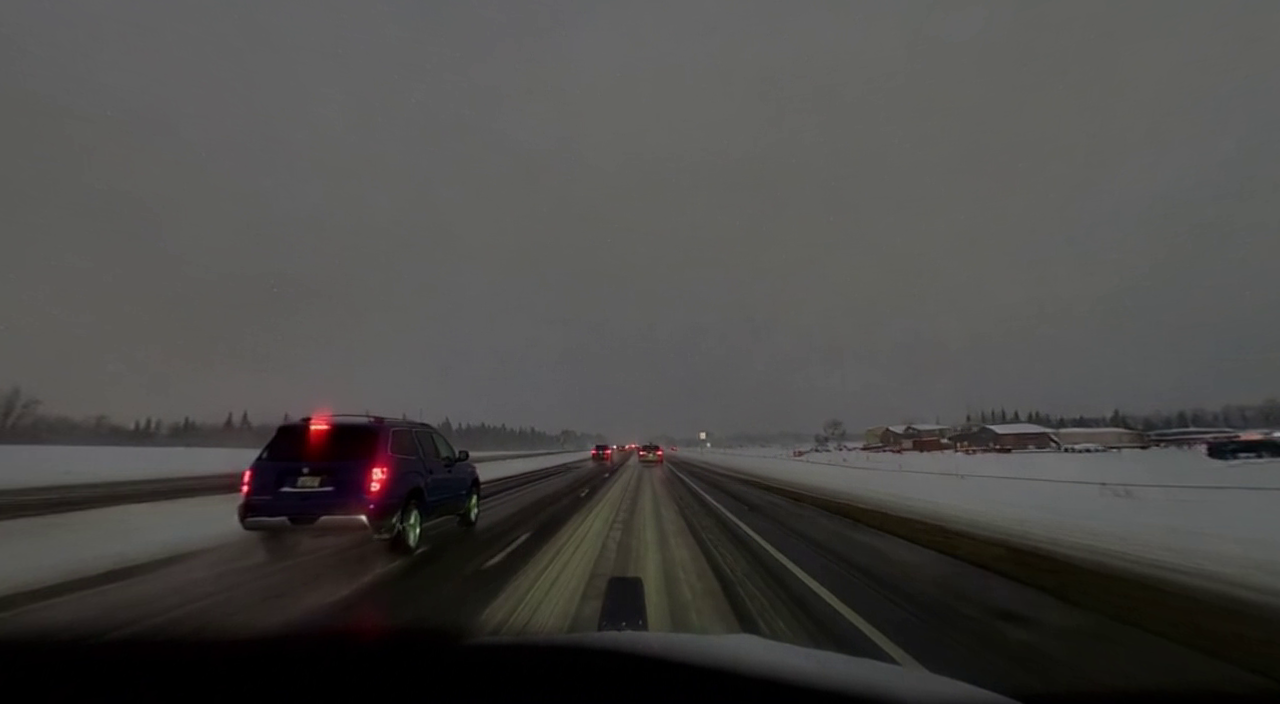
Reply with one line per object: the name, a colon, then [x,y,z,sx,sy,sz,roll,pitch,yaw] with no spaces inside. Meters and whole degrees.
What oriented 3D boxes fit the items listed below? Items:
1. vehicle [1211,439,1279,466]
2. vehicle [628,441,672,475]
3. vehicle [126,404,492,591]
vehicle: [49.196,7.876,49.704,6.054,1.882,2.157,-3,-9,0]
vehicle: [0.454,5.170,31.076,2.000,1.558,3.945,0,-8,0]
vehicle: [-3.691,1.721,8.357,2.239,1.761,4.620,0,-8,1]
